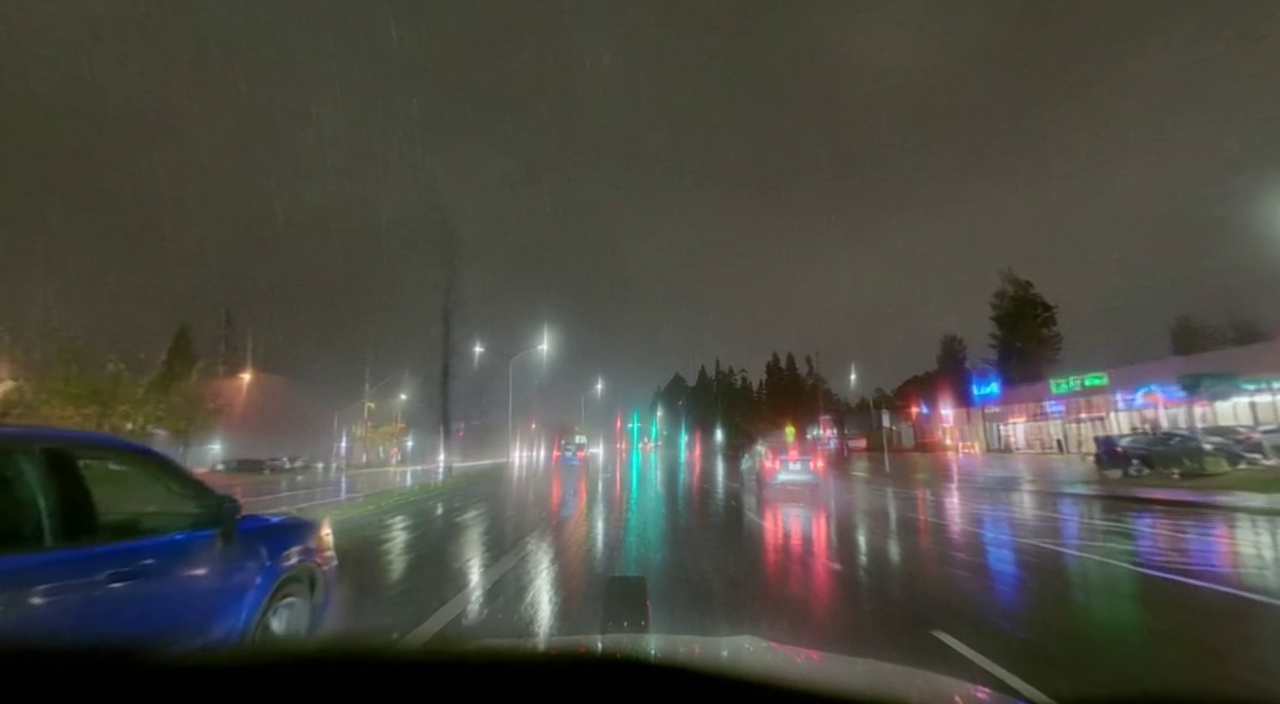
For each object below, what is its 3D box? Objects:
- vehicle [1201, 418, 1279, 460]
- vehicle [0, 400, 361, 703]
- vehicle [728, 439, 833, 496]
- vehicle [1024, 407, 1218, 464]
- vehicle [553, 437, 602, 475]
[{"bbox_3d":[26.475,3.612,26.145,2.047,1.662,4.510,0,-8,-2],"label":"vehicle"},{"bbox_3d":[-3.012,0.887,1.905,2.082,1.460,4.922,0,-8,0],"label":"vehicle"},{"bbox_3d":[4.049,3.403,19.095,2.036,1.480,4.659,0,-8,-1],"label":"vehicle"},{"bbox_3d":[20.456,3.681,27.543,2.705,2.011,7.332,-3,-8,1],"label":"vehicle"},{"bbox_3d":[-3.109,5.277,32.195,1.981,1.731,4.360,-1,-8,1],"label":"vehicle"}]
